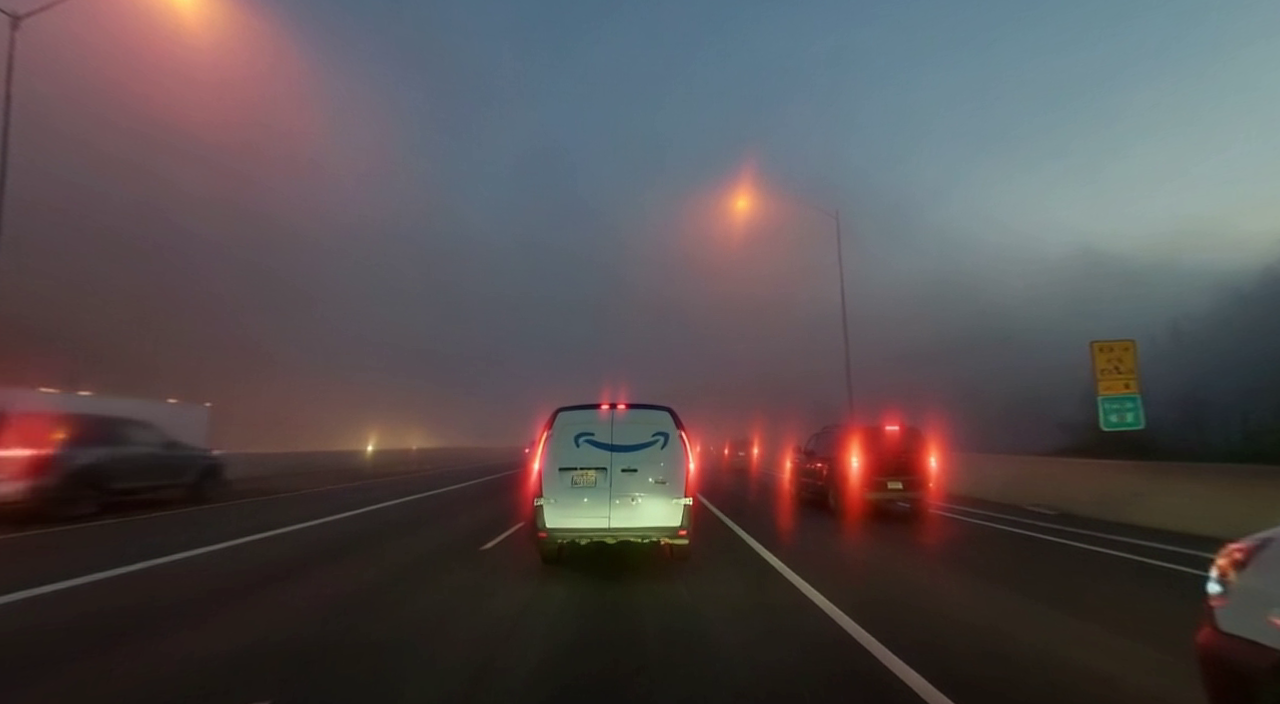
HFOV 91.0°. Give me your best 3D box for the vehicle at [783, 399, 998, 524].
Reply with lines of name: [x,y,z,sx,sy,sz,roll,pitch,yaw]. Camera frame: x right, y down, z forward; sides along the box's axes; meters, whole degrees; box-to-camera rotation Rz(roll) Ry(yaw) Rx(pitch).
vehicle: [4.669,2.172,12.933,2.179,1.999,5.331,1,-8,-1]

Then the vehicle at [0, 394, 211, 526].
vehicle: [-10.378,1.819,10.879,2.232,1.882,5.128,0,-8,0]

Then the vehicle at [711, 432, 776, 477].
vehicle: [4.269,4.323,26.693,2.064,1.720,4.416,0,-8,0]

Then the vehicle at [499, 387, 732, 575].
vehicle: [-0.193,1.588,8.460,2.287,1.823,4.369,0,-8,1]
